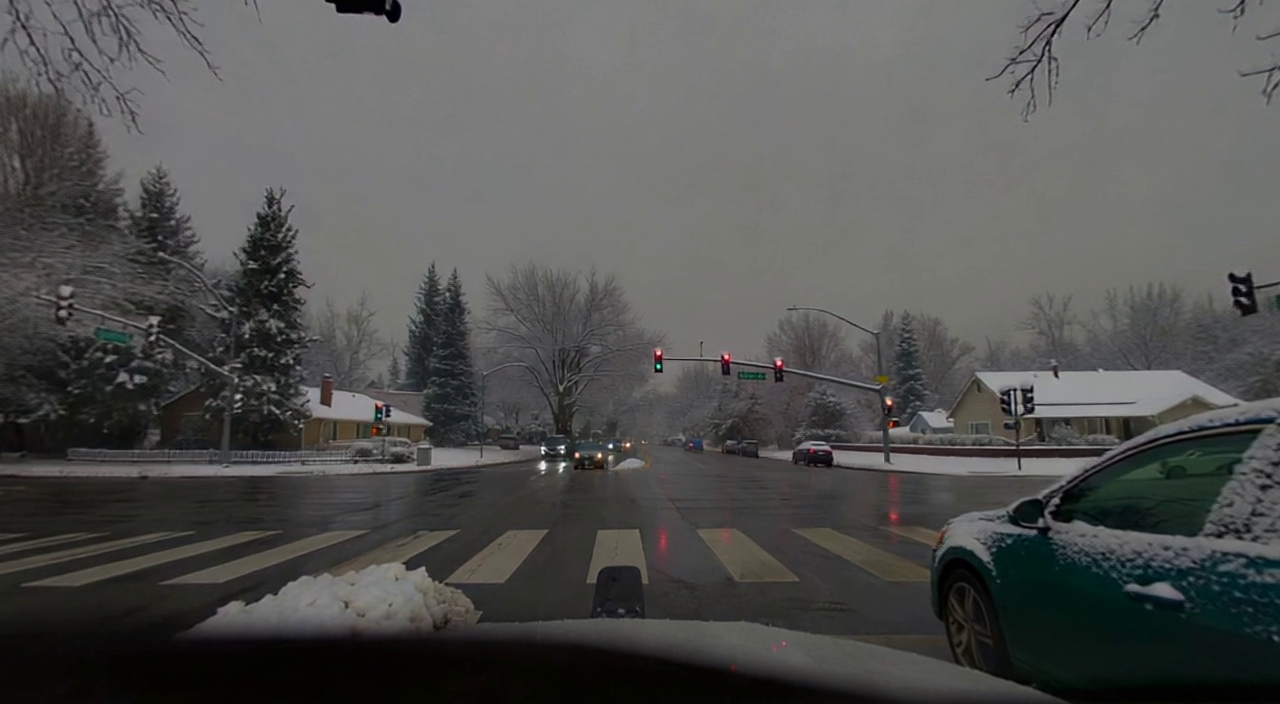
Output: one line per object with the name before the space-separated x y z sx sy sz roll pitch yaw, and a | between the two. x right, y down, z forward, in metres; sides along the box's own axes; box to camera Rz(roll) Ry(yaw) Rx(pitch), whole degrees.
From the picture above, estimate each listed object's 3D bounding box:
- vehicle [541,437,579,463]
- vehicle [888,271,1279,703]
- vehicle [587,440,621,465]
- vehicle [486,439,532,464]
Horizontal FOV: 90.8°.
vehicle | -5.546 6.896 44.378 2.091 1.707 4.157 0 -9 1
vehicle | 2.717 0.712 1.741 2.085 1.800 4.908 0 -9 0
vehicle | -2.314 6.535 41.164 2.046 1.491 4.118 0 -9 -1
vehicle | -8.955 6.861 43.629 2.028 1.654 5.027 0 -9 1
